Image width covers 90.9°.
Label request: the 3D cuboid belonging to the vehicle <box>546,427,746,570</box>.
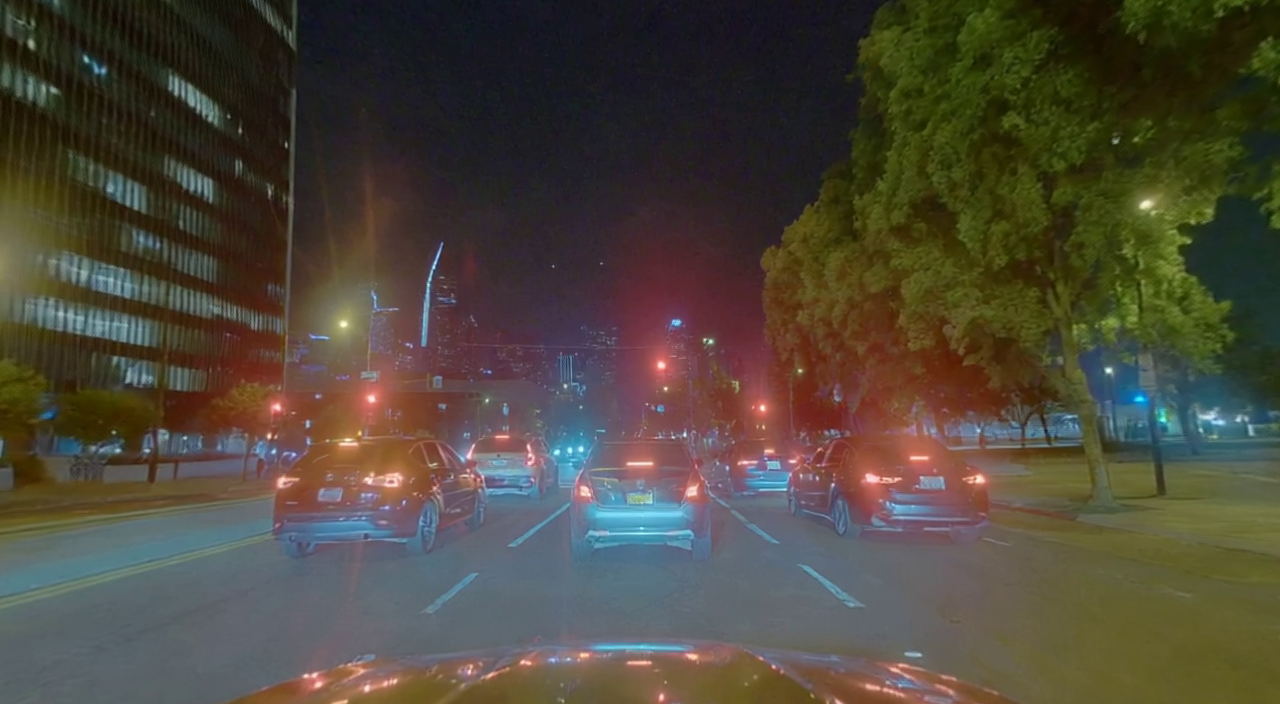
[{"bbox_3d":[0.047,1.839,8.659,2.101,1.480,3.929,0,-8,0],"label":"vehicle"}]

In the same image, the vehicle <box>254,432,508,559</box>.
[{"bbox_3d":[-3.463,1.983,9.460,2.002,1.465,4.098,0,-8,1],"label":"vehicle"}]

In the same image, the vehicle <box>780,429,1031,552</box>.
[{"bbox_3d":[3.779,2.030,10.032,1.990,1.486,4.431,0,-8,-1],"label":"vehicle"}]
